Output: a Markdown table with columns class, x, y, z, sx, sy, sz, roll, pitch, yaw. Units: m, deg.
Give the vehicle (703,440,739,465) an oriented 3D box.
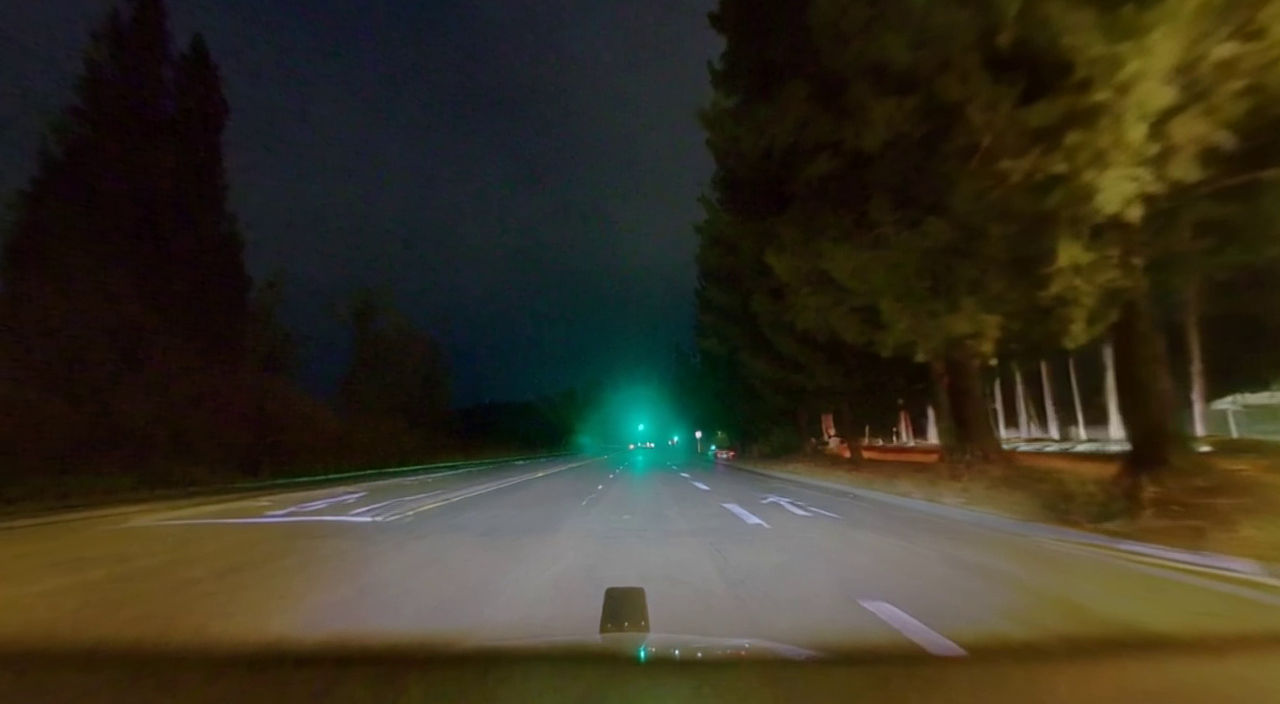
| class | x | y | z | sx | sy | sz | roll | pitch | yaw |
| --- | --- | --- | --- | --- | --- | --- | --- | --- | --- |
| vehicle | 5.853 | 7.346 | 46.166 | 2.057 | 1.688 | 4.596 | 0 | -8 | 0 |
